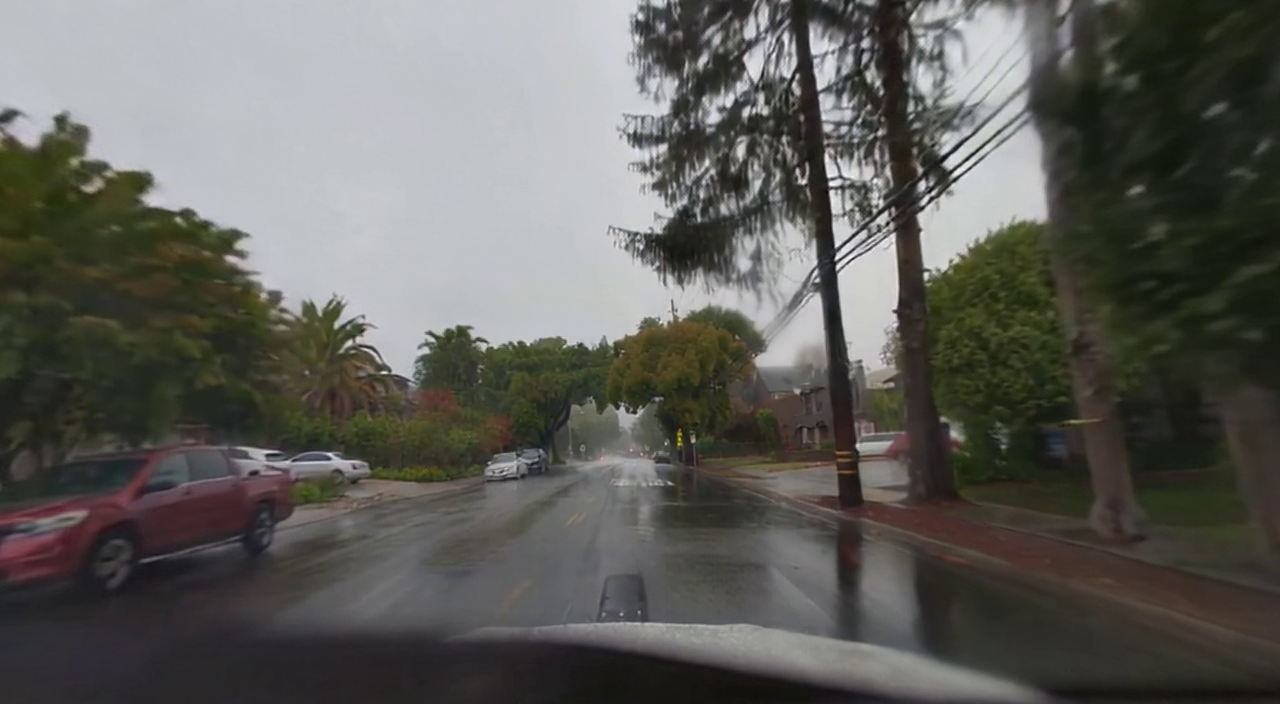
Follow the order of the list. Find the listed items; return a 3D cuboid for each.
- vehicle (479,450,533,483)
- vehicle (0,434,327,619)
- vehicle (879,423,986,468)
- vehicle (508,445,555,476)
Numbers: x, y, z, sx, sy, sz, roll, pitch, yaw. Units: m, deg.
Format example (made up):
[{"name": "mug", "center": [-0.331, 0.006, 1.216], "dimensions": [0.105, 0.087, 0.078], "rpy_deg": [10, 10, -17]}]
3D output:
[{"name": "vehicle", "center": [-7.129, 6.119, 34.056], "dimensions": [2.041, 1.587, 3.920], "rpy_deg": [-1, -9, 0]}, {"name": "vehicle", "center": [-6.751, 2.119, 8.793], "dimensions": [2.162, 1.757, 5.201], "rpy_deg": [-2, -9, 0]}, {"name": "vehicle", "center": [13.414, 4.297, 29.036], "dimensions": [4.145, 1.767, 1.880], "rpy_deg": [-9, -10, 30]}, {"name": "vehicle", "center": [-7.131, 7.169, 41.959], "dimensions": [2.135, 1.787, 4.452], "rpy_deg": [-4, -9, 1]}]
